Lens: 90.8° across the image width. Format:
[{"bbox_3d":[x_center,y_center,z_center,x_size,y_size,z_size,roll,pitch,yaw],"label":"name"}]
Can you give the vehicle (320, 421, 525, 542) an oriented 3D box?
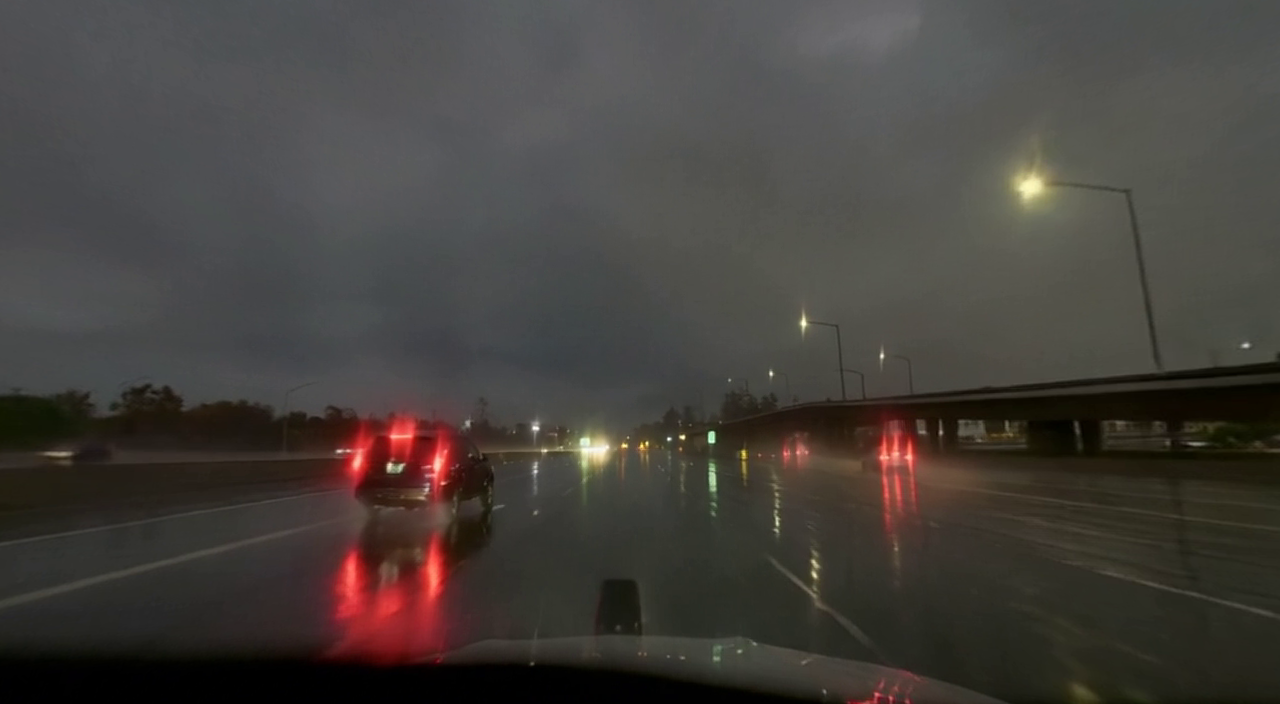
[{"bbox_3d":[-3.498,2.167,11.226,2.178,1.699,4.321,0,-8,-2],"label":"vehicle"}]
